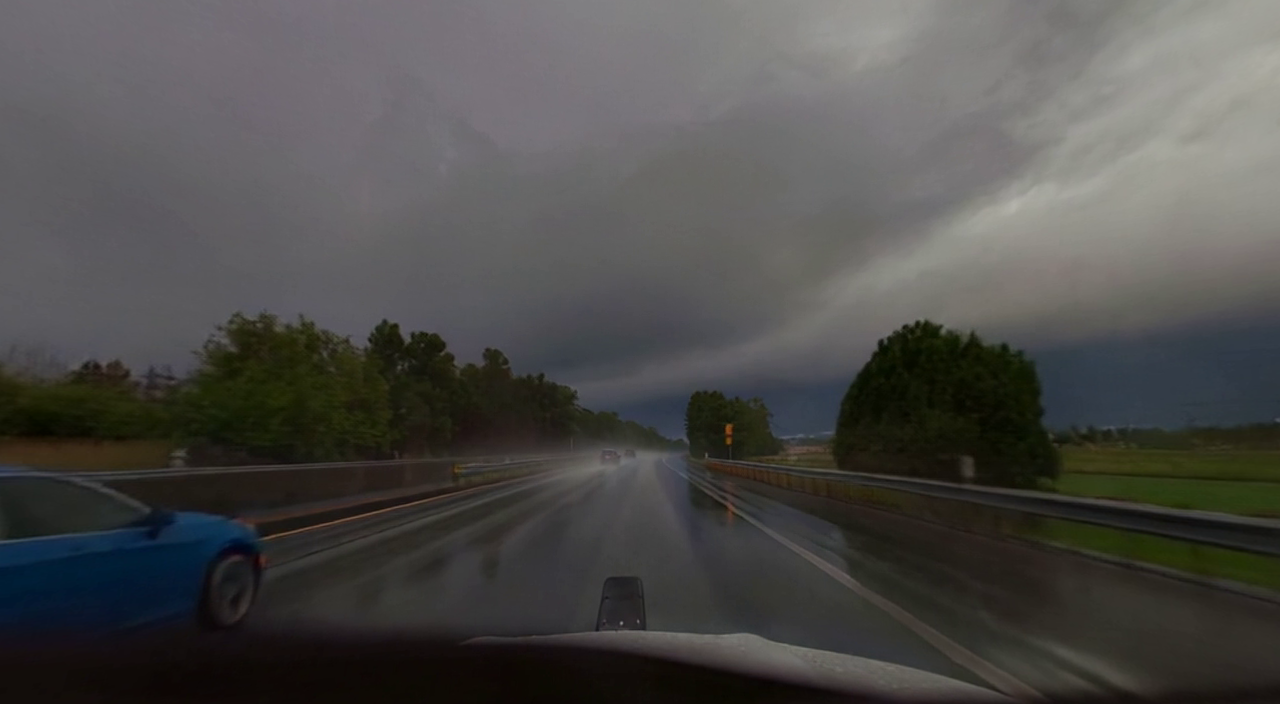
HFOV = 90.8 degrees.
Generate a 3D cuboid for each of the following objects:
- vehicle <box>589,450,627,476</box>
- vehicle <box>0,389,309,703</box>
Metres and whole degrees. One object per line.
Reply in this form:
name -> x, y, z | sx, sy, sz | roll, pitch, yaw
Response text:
vehicle -> -1.877, 6.707, 38.350 | 1.917, 1.450, 3.997 | 0, -9, 2
vehicle -> -3.549, 0.970, 2.646 | 2.088, 1.586, 4.000 | 0, -9, 0
